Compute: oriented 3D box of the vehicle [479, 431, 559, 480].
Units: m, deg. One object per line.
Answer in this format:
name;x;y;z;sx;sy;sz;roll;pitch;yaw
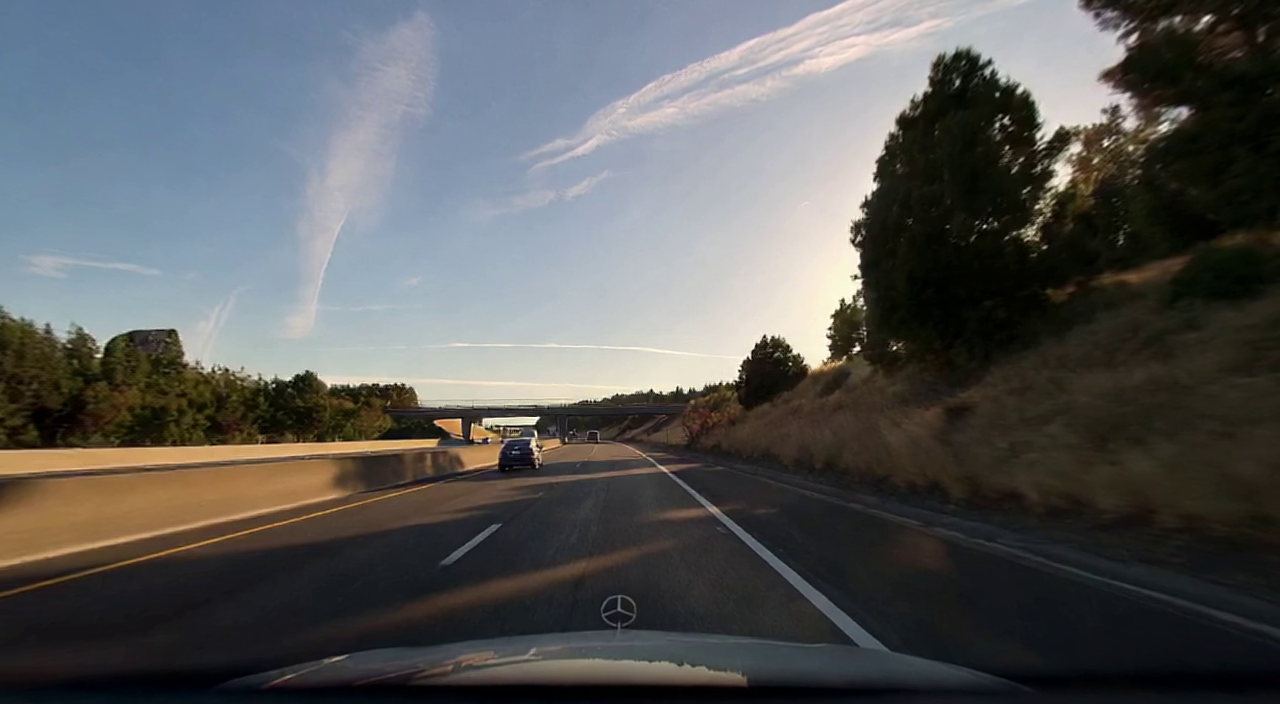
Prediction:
vehicle;-4.103;3.561;22.026;2.005;1.509;4.260;0;-8;-1
